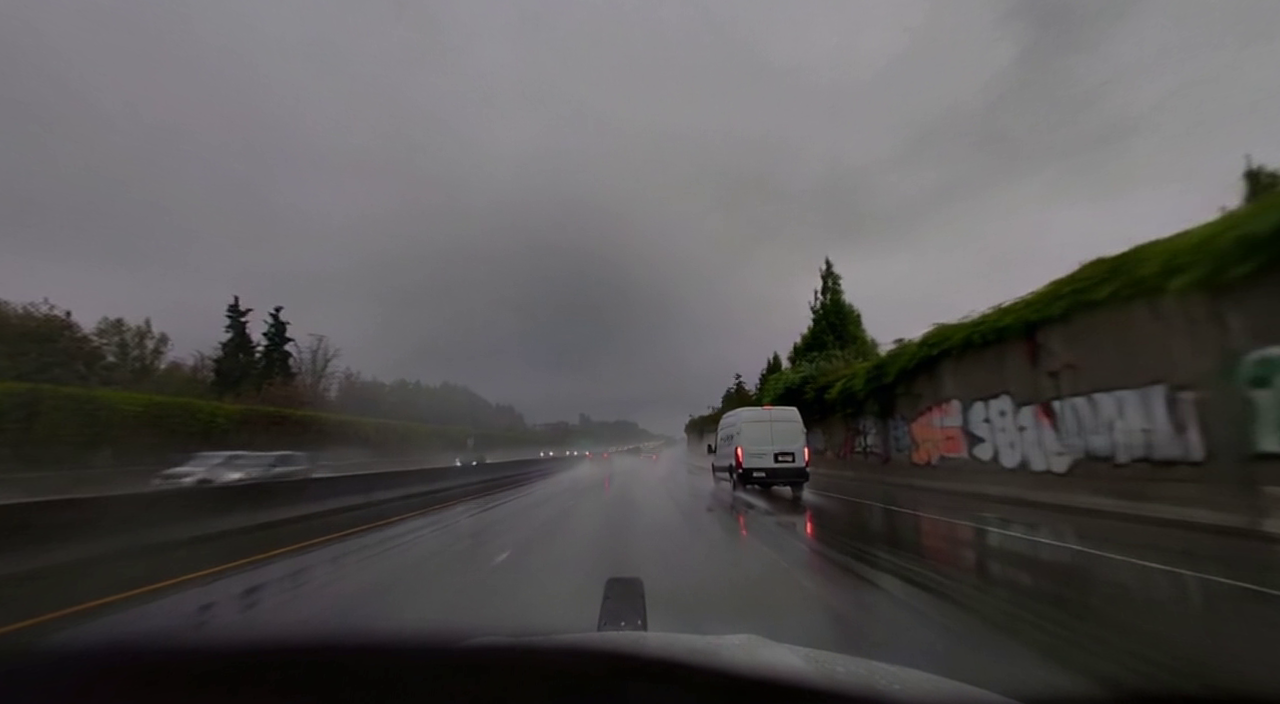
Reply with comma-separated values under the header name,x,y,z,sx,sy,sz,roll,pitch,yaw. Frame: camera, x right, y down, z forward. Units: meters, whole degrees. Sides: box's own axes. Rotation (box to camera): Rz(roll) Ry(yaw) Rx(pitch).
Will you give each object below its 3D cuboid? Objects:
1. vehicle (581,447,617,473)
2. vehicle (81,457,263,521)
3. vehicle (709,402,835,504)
name,x,y,z,sx,sy,sz,roll,pitch,yaw
vehicle,-2.661,7.117,41.831,1.964,1.618,4.489,0,-9,2
vehicle,-11.869,3.459,16.346,1.831,1.411,3.665,0,-9,0
vehicle,3.685,3.024,19.004,2.469,2.591,5.653,0,-9,-1
